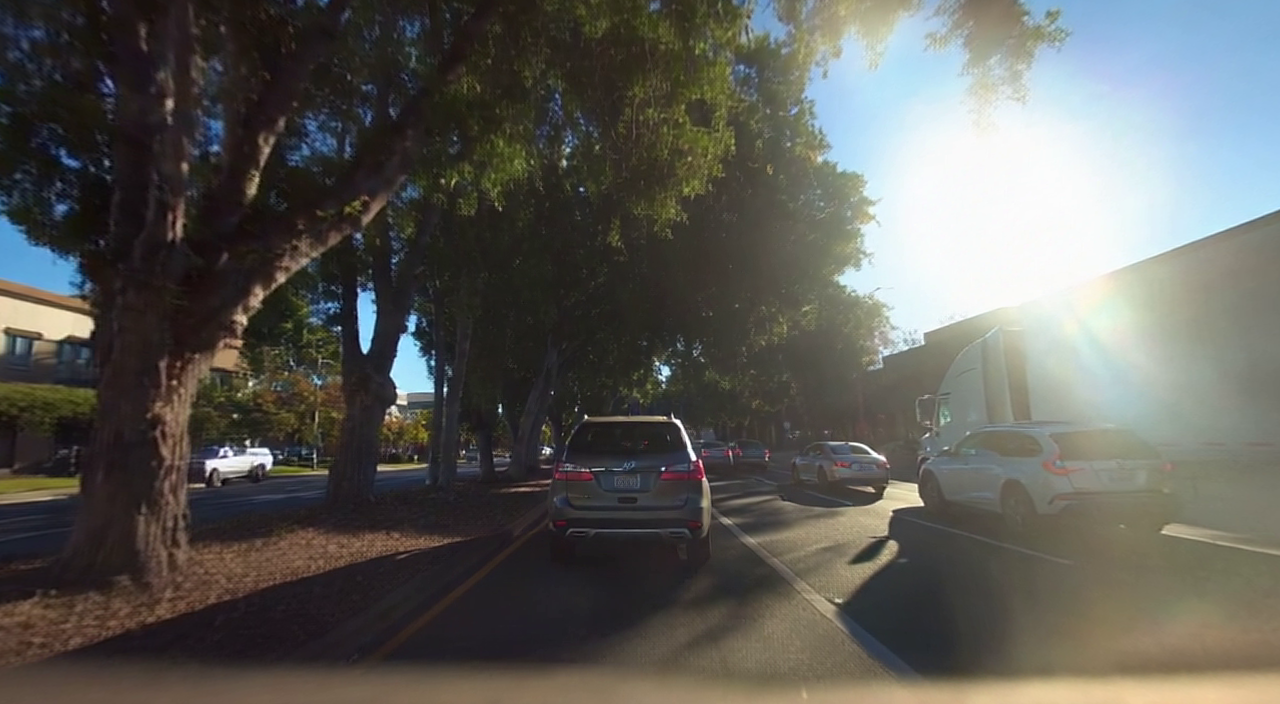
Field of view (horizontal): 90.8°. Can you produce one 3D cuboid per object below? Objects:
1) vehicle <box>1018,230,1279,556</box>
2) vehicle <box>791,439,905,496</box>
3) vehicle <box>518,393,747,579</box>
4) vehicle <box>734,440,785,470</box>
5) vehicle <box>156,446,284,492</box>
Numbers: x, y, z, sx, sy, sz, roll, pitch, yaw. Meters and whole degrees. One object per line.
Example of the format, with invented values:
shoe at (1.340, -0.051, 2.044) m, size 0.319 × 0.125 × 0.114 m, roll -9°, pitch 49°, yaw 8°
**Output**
vehicle at (9.975, 0.068, 5.250) m, size 2.879 × 4.284 × 17.334 m, roll 0°, pitch -9°, yaw -1°
vehicle at (6.263, 3.514, 19.653) m, size 2.035 × 1.553 × 4.465 m, roll 0°, pitch -9°, yaw 0°
vehicle at (-0.106, 1.679, 8.609) m, size 2.320 × 1.880 × 4.192 m, roll 0°, pitch -9°, yaw -1°
vehicle at (6.451, 5.605, 34.625) m, size 1.914 × 1.523 × 4.287 m, roll 0°, pitch -9°, yaw 0°
vehicle at (-19.235, 5.335, 29.339) m, size 2.302 × 1.939 × 5.221 m, roll 0°, pitch -9°, yaw 1°
